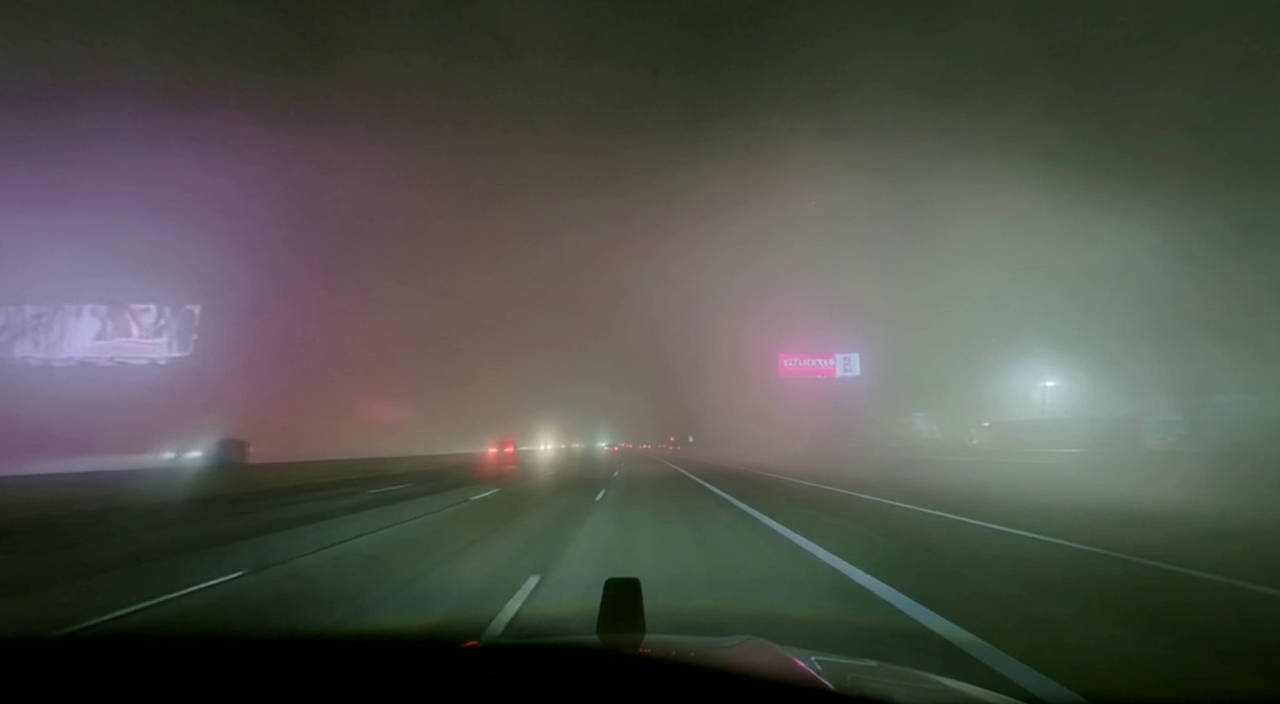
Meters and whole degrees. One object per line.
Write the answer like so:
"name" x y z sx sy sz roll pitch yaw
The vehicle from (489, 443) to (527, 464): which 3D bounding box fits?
"vehicle" -10.311 7.959 49.277 1.974 1.513 4.584 0 -9 0
